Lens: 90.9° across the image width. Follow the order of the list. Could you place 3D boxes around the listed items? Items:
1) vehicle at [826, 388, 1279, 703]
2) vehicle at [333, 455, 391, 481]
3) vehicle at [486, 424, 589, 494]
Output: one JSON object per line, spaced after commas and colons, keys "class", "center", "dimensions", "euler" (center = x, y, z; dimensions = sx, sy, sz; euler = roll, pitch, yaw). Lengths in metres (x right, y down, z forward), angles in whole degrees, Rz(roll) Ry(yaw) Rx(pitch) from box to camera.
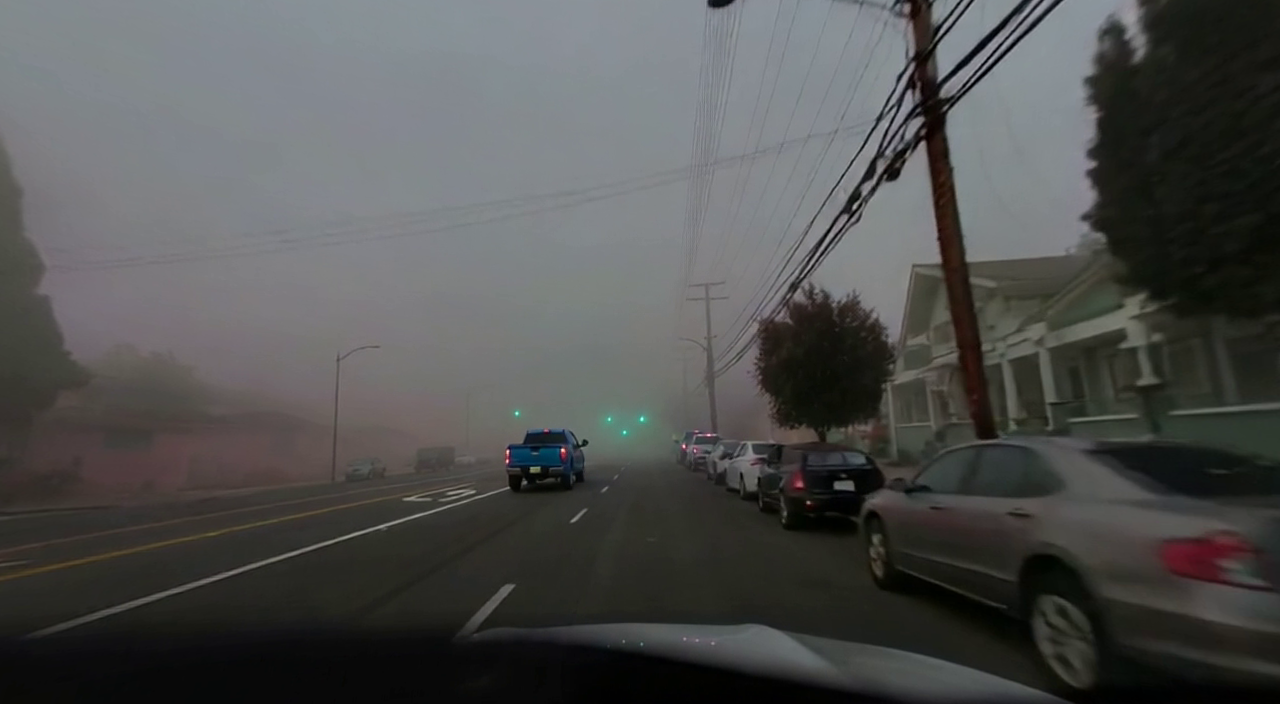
{"class": "vehicle", "center": [2.965, 1.227, 4.500], "dimensions": [1.927, 1.513, 4.617], "euler": [0, -9, 1]}
{"class": "vehicle", "center": [-18.584, 7.777, 42.385], "dimensions": [1.908, 1.614, 4.092], "euler": [0, -9, 2]}
{"class": "vehicle", "center": [-3.020, 3.344, 19.936], "dimensions": [2.242, 1.890, 5.306], "euler": [0, -9, 1]}
